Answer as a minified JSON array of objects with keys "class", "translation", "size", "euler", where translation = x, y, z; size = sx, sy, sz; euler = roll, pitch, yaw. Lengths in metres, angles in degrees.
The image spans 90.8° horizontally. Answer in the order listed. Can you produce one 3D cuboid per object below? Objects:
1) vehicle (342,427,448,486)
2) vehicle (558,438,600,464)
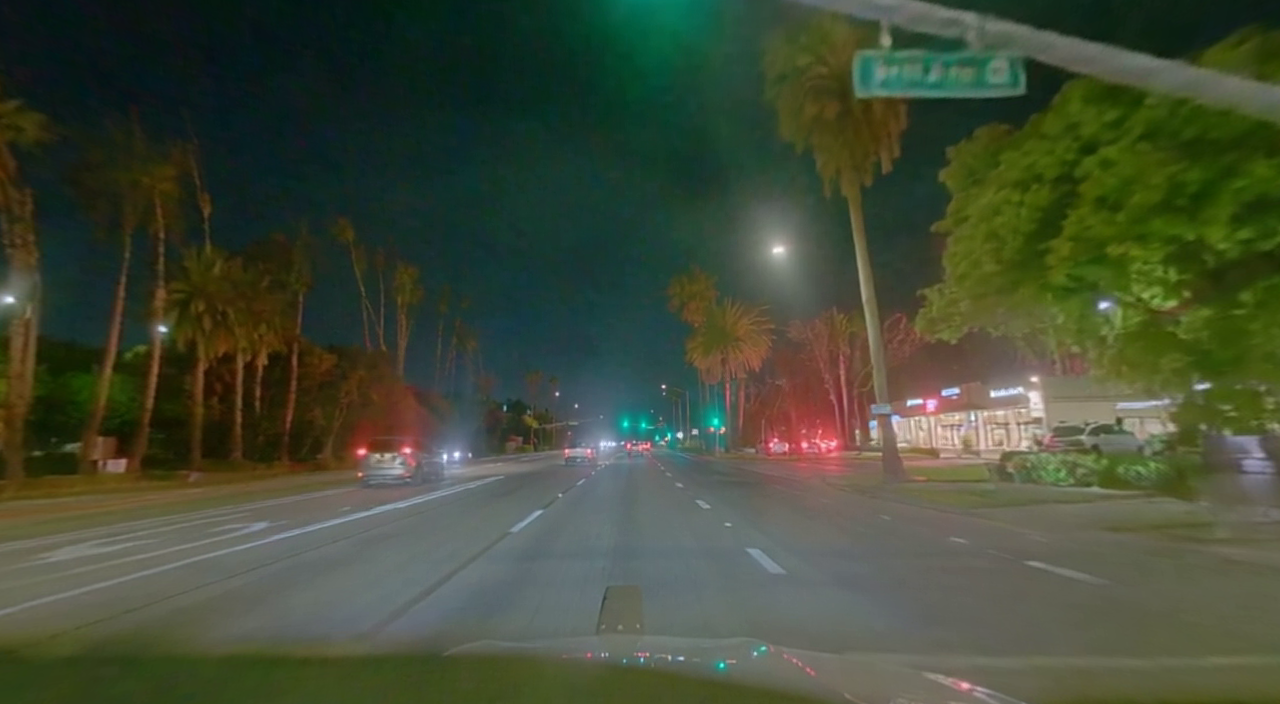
[{"class":"vehicle","translation":[-7.960,3.441,21.050],"size":[2.022,1.746,4.406],"euler":[0,-9,-4]},{"class":"vehicle","translation":[-3.617,5.948,38.008],"size":[2.181,1.483,4.123],"euler":[0,-9,-1]}]
